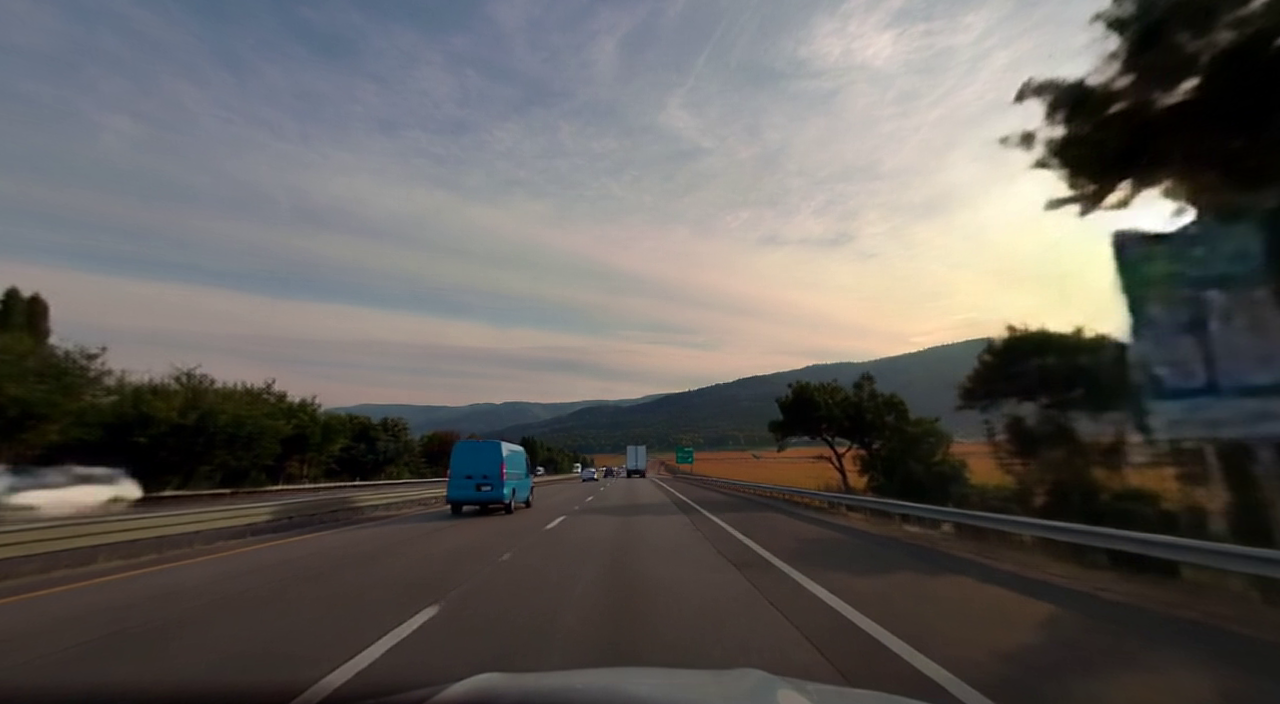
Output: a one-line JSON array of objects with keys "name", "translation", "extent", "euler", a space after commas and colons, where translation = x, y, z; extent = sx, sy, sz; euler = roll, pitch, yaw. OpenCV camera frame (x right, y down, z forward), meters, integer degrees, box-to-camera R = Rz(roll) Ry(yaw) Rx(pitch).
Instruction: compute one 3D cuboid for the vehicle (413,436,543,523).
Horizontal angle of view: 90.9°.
[{"name": "vehicle", "translation": [-4.125, 3.391, 17.033], "extent": [2.208, 1.973, 4.716], "euler": [1, -10, 0]}]
